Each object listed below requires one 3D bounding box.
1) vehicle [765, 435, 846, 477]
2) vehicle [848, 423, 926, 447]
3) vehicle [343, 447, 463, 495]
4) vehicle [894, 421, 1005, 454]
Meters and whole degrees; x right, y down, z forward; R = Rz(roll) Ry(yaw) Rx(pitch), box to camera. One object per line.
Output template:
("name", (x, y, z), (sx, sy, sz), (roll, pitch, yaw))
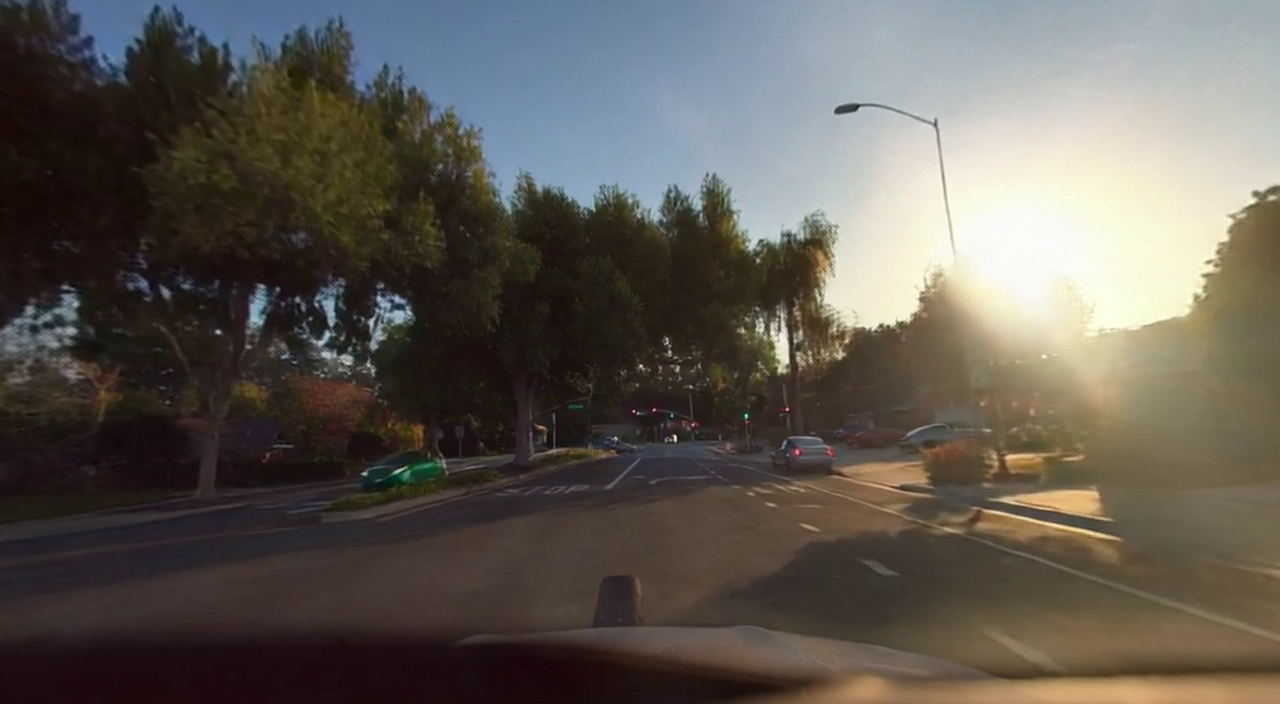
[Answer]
("vehicle", (6.141, 3.909, 24.023), (1.917, 1.440, 4.335), (0, -8, 0))
("vehicle", (15.694, 5.299, 40.248), (4.210, 1.474, 1.799), (-1, -8, 3))
("vehicle", (-8.391, 4.213, 22.917), (2.067, 1.491, 4.807), (-1, -8, 6))
("vehicle", (14.393, 4.000, 29.593), (4.164, 1.470, 1.921), (0, -7, 4))
